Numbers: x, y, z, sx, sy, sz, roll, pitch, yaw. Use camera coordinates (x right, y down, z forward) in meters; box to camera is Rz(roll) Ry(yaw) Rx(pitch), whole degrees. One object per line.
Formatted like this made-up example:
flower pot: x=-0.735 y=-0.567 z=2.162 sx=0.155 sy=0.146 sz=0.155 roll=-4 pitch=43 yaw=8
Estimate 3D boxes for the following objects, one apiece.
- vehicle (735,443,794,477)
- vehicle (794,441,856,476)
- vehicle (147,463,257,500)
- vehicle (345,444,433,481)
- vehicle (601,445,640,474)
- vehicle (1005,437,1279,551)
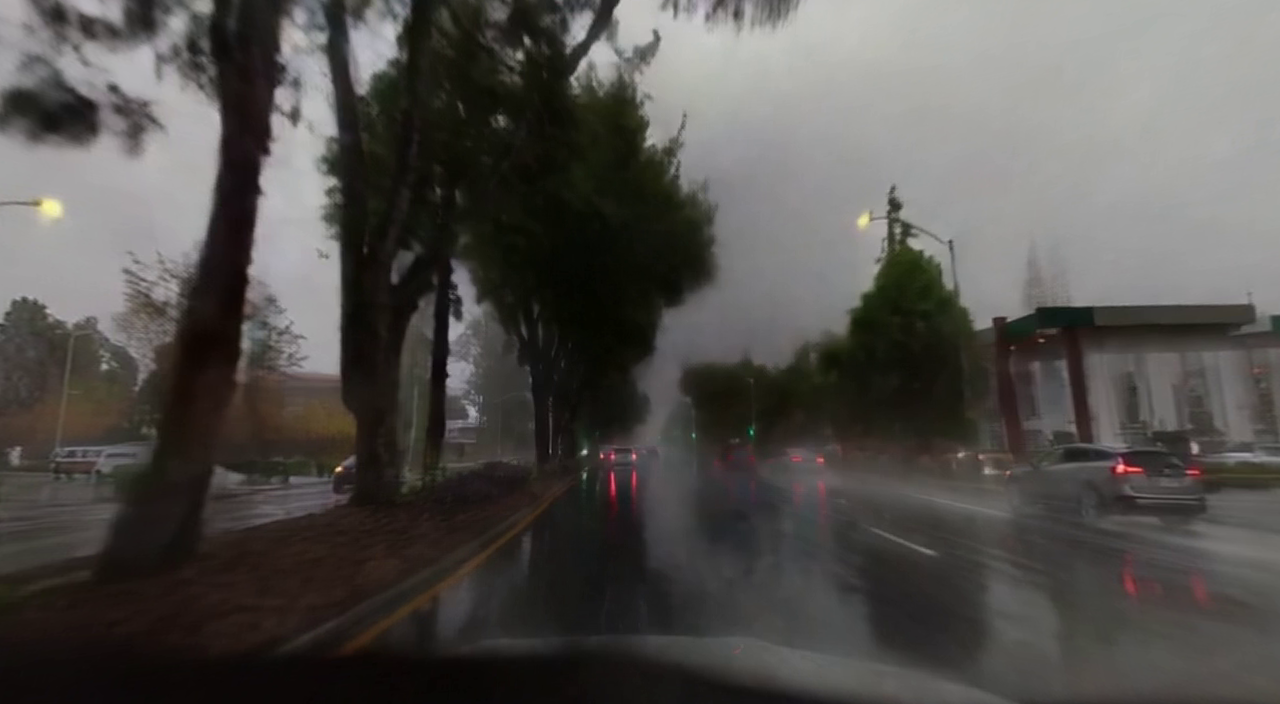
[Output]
vehicle: x=5.796 y=5.062 z=29.803 sx=2.020 sy=1.472 sz=3.958 roll=0 pitch=-8 yaw=1
vehicle: x=9.528 y=5.488 z=32.846 sx=1.945 sy=1.687 sz=4.292 roll=0 pitch=-8 yaw=0
vehicle: x=-18.727 y=5.524 z=27.238 sx=1.769 sy=1.344 sz=3.947 roll=0 pitch=-8 yaw=3
vehicle: x=-15.157 y=6.668 z=38.660 sx=2.879 sy=2.048 sz=5.861 roll=0 pitch=-8 yaw=1
vehicle: x=-1.051 y=5.958 z=35.314 sx=2.077 sy=1.477 sz=3.897 roll=0 pitch=-8 yaw=-1
vehicle: x=8.572 y=2.253 z=10.861 sx=1.888 sy=1.508 sz=4.646 roll=0 pitch=-8 yaw=2
